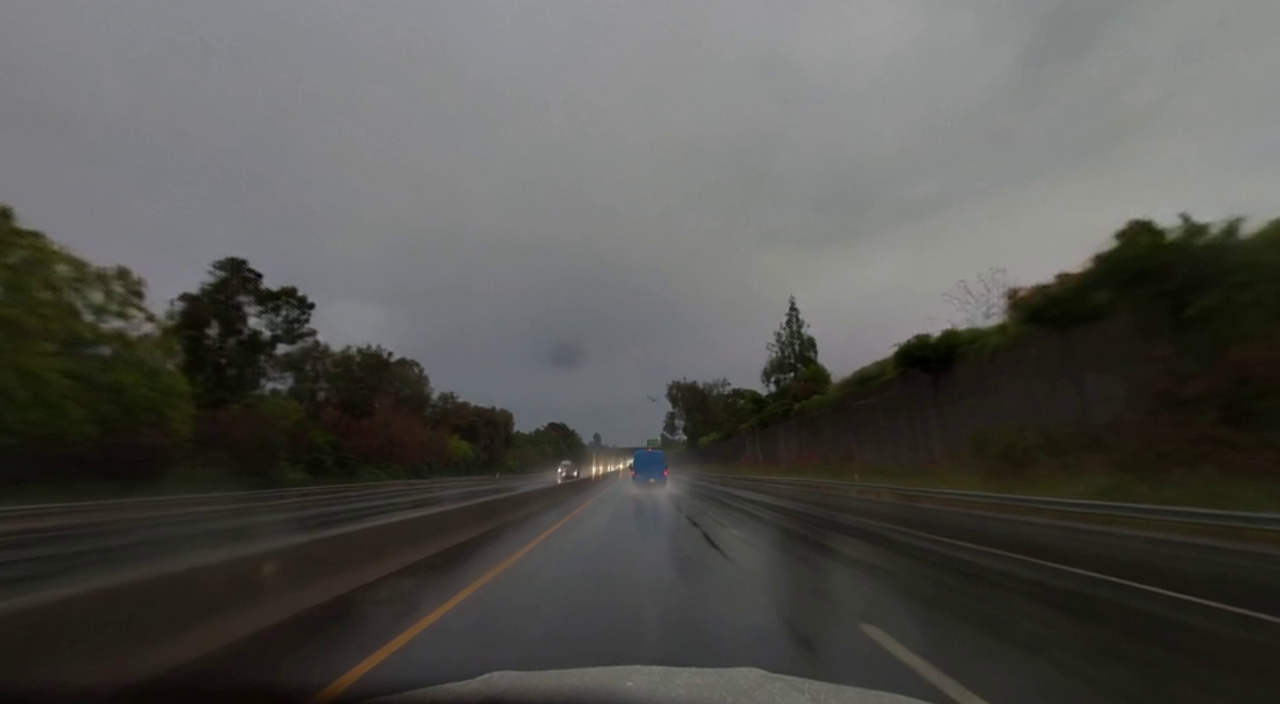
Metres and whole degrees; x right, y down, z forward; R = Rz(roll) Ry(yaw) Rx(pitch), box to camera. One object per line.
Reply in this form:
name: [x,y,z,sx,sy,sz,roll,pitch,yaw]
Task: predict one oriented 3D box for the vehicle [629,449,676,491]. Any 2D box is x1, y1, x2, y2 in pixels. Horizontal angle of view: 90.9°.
vehicle: [0.662,6.748,36.015,2.429,2.167,4.558,1,-11,-2]
